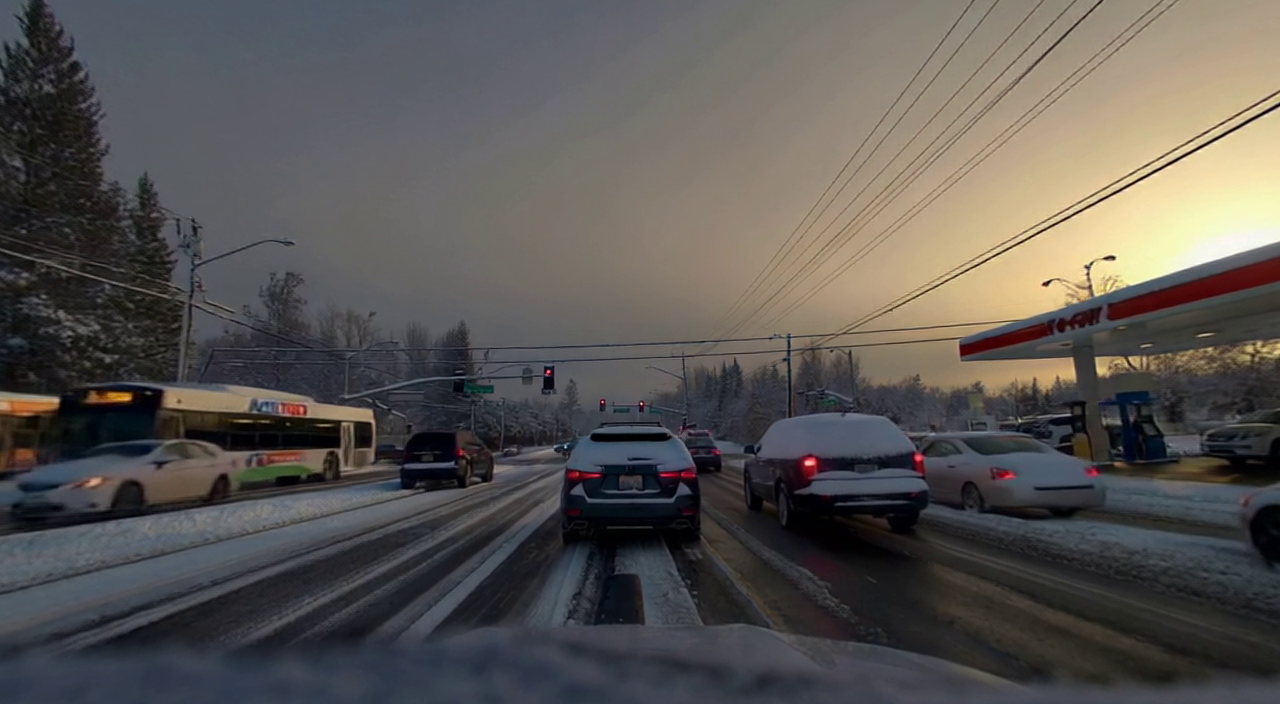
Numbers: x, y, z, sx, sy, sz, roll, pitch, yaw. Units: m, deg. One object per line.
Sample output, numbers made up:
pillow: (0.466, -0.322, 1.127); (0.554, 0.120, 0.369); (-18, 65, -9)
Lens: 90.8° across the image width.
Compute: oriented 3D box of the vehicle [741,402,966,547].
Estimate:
vehicle: (3.060, 1.871, 10.209); (2.049, 1.813, 4.245); (0, -9, -1)

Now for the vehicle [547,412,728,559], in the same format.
vehicle: (-0.082, 1.849, 9.393); (2.087, 1.677, 4.053); (0, -9, -2)

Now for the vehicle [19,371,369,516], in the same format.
vehicle: (-13.558, 3.153, 21.751); (3.031, 3.513, 12.586); (0, -9, -1)

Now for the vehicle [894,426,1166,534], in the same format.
vehicle: (6.446, 2.148, 11.253); (1.829, 1.494, 4.552); (0, -8, -2)

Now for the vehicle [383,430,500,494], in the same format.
vehicle: (-6.240, 3.517, 20.612); (2.190, 1.795, 4.993); (0, -8, 0)

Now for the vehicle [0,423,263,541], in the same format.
vehicle: (-10.078, 2.497, 12.763); (2.163, 1.812, 4.686); (-4, -8, -2)
